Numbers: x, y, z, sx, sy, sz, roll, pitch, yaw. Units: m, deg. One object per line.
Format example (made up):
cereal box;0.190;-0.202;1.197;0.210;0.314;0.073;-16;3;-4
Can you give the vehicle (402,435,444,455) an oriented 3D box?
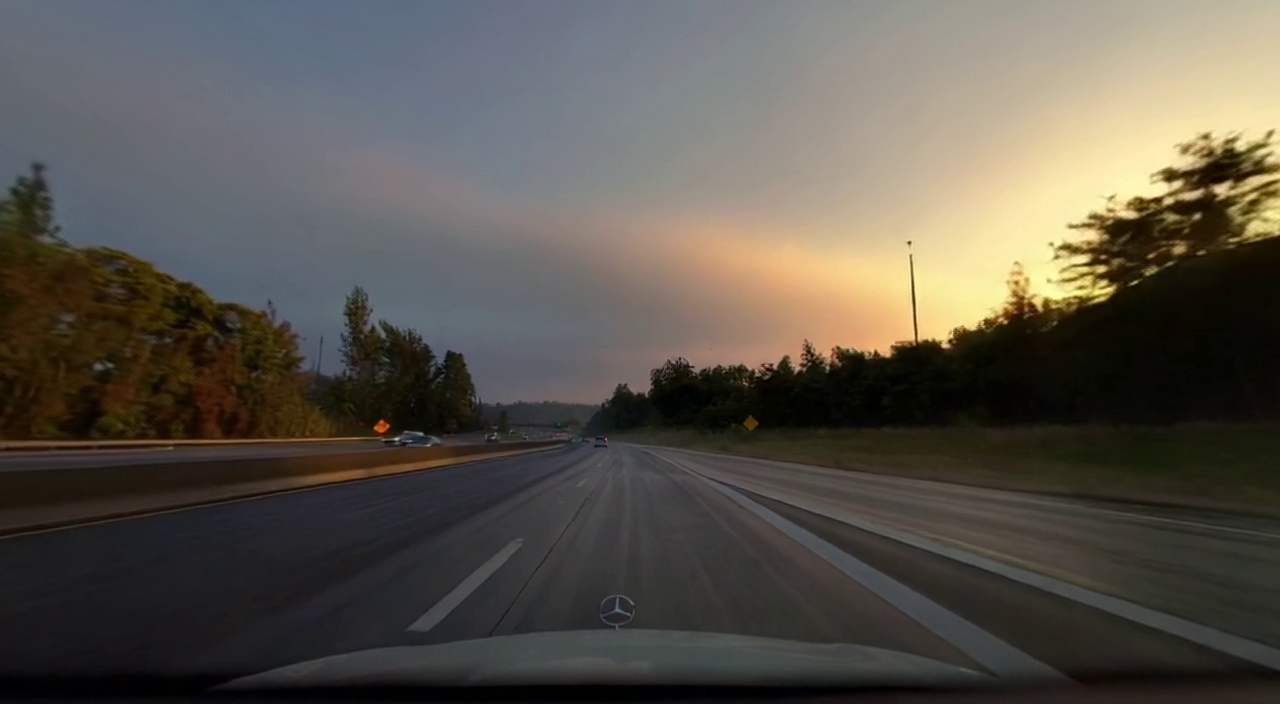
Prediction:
vehicle;-17.172;7.401;49.923;1.842;1.480;4.347;0;-8;-1
